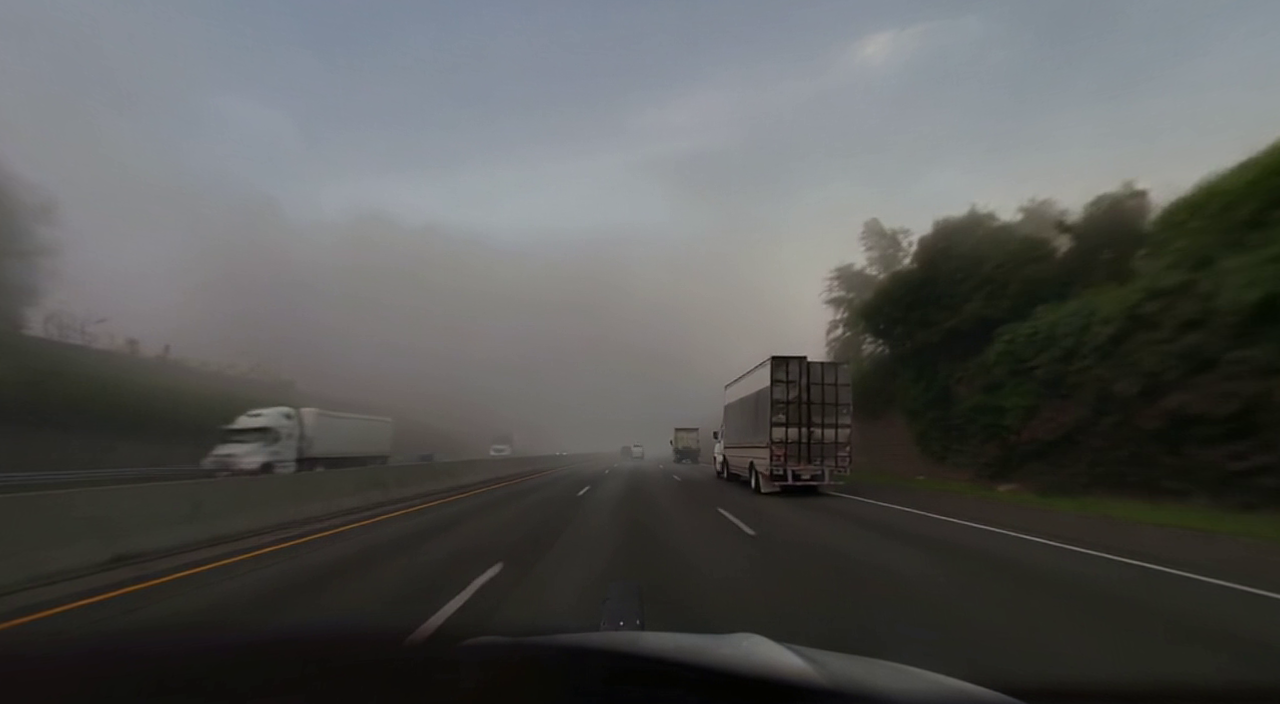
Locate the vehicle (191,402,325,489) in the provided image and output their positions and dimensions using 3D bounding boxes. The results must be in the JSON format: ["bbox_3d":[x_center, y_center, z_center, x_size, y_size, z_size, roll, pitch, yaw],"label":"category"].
[{"bbox_3d":[-19.141,4.787,32.163,2.998,3.999,5.853,0,-9,0],"label":"vehicle"}]

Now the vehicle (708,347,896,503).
[{"bbox_3d":[4.473,2.562,20.519,3.032,3.785,10.333,0,-9,-2],"label":"vehicle"}]
